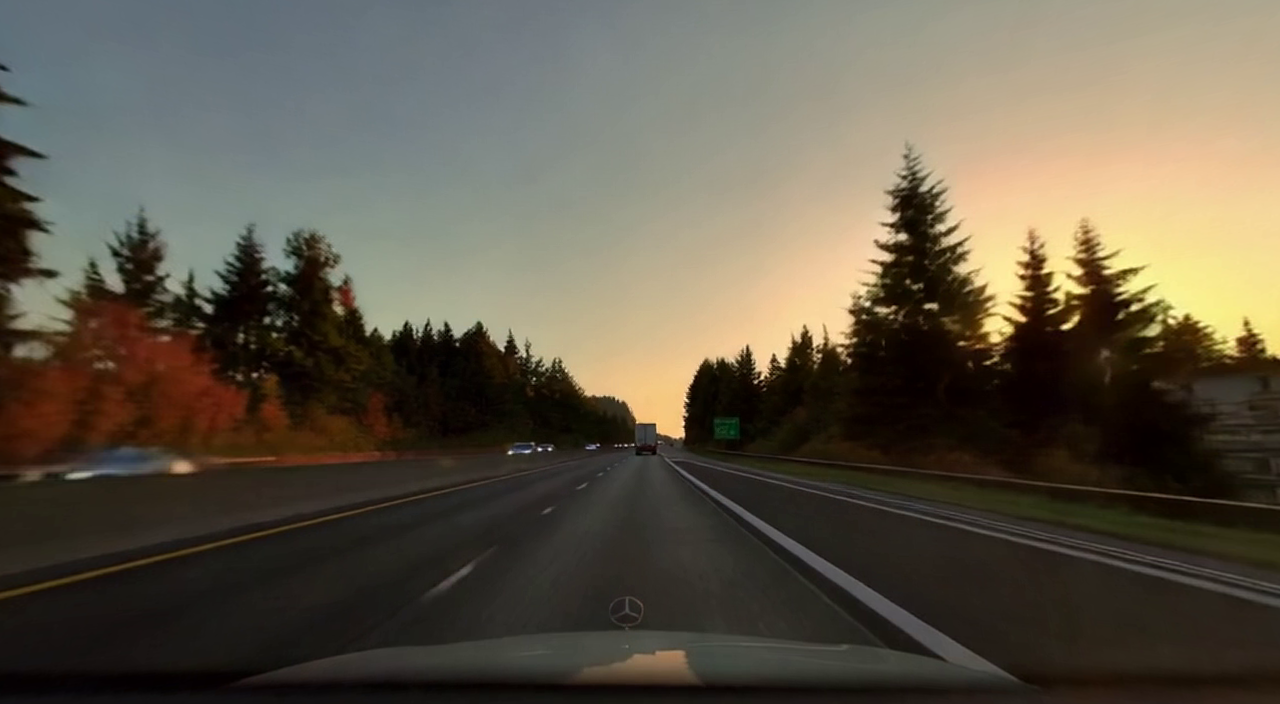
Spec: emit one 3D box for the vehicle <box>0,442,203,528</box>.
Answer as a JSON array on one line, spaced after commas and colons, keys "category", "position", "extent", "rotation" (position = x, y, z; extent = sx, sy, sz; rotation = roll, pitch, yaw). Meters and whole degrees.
[{"category": "vehicle", "position": [-12.193, 2.703, 13.469], "extent": [2.110, 1.488, 4.893], "rotation": [0, -9, 1]}]
